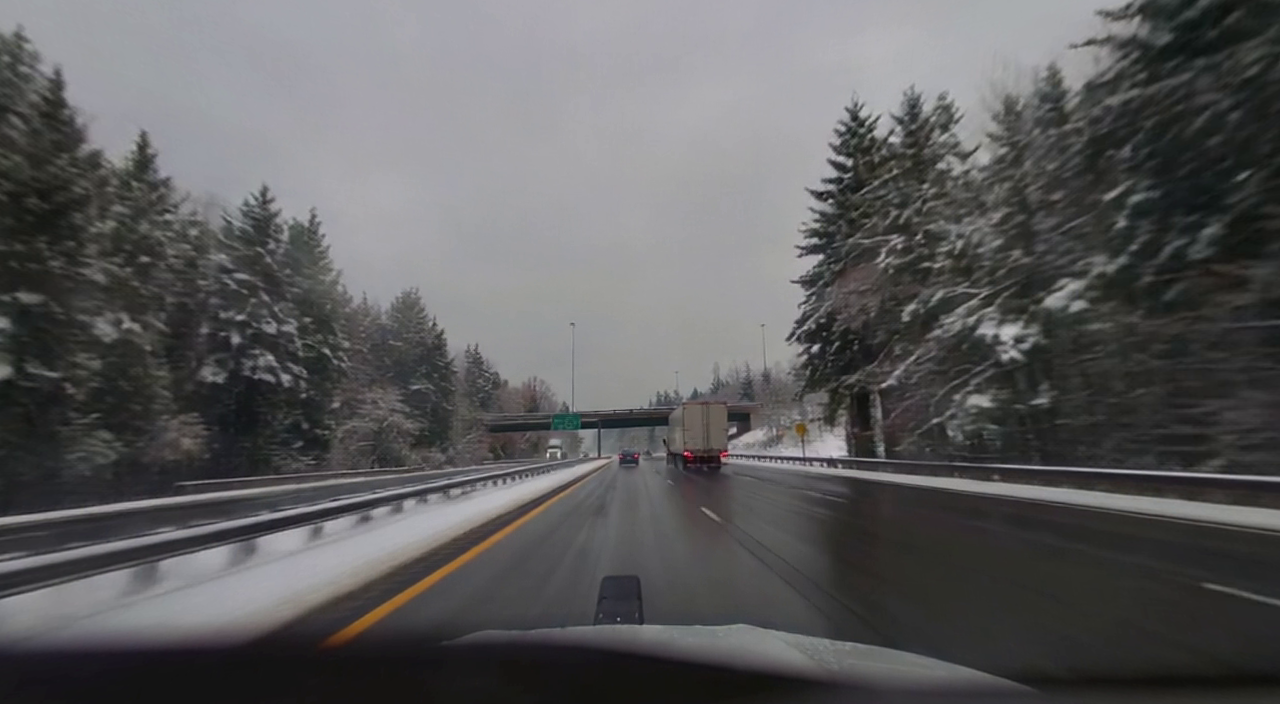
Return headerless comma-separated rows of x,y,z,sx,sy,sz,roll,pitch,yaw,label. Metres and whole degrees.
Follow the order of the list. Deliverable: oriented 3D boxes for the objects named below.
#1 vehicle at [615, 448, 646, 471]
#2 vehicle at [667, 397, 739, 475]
-0.651,7.188,42.012,1.961,1.454,3.755,0,-9,-1,vehicle
3.752,5.759,41.738,2.956,4.281,14.327,0,-9,-1,vehicle
